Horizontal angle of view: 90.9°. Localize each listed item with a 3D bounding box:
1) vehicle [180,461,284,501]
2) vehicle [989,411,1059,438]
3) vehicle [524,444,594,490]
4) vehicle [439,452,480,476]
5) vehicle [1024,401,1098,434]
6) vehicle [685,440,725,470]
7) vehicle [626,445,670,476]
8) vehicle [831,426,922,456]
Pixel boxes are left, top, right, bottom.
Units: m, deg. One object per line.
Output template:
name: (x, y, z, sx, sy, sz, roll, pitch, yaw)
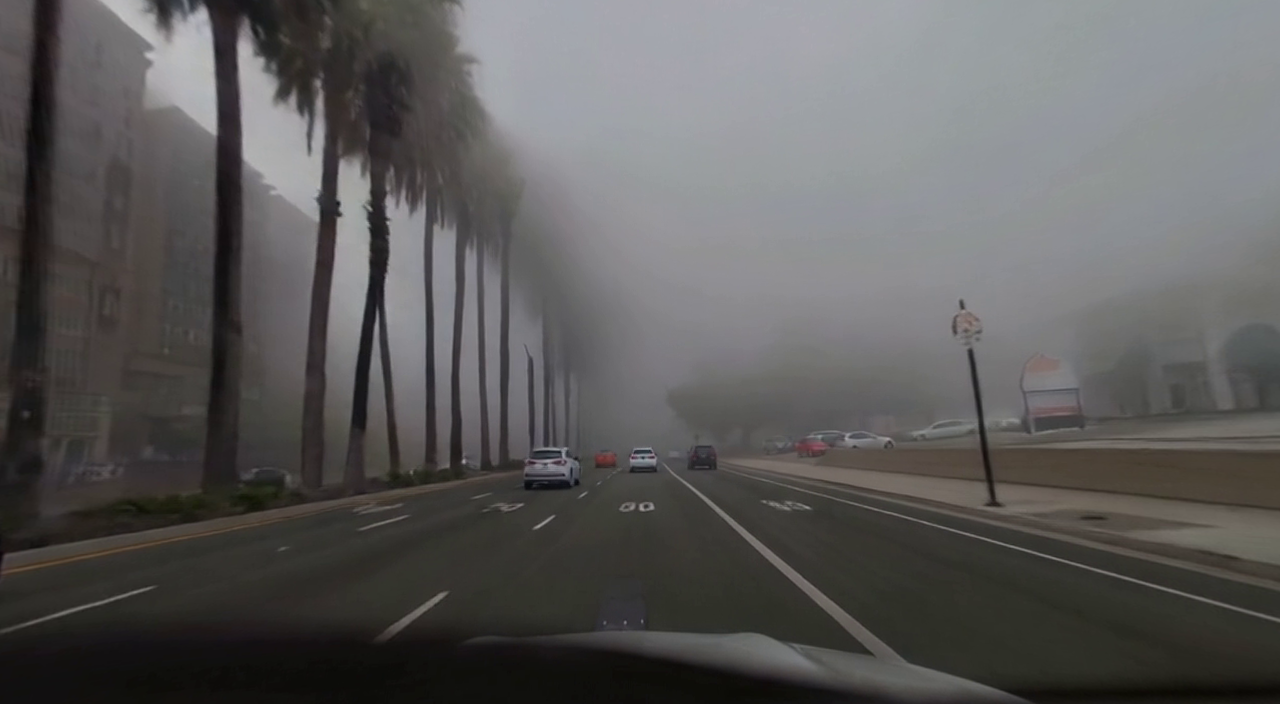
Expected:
vehicle: (-20.692, 6.525, 32.243, 2.016, 1.754, 4.826, -1, -9, 1)
vehicle: (23.546, 4.468, 38.580, 4.576, 1.511, 1.801, 5, -10, -34)
vehicle: (-2.862, 4.186, 23.244, 1.908, 1.505, 4.369, -1, -9, 2)
vehicle: (-13.869, 8.609, 48.632, 1.841, 1.697, 4.289, -1, -9, 1)
vehicle: (23.728, 3.748, 35.485, 4.448, 1.701, 1.954, 6, -11, -36)
vehicle: (4.201, 6.744, 41.397, 2.108, 1.785, 4.334, 0, -9, 0)
vehicle: (0.390, 5.616, 32.830, 2.147, 1.507, 3.953, -1, -9, 0)
vehicle: (12.943, 4.849, 34.432, 4.749, 1.457, 1.806, 3, -11, -28)
